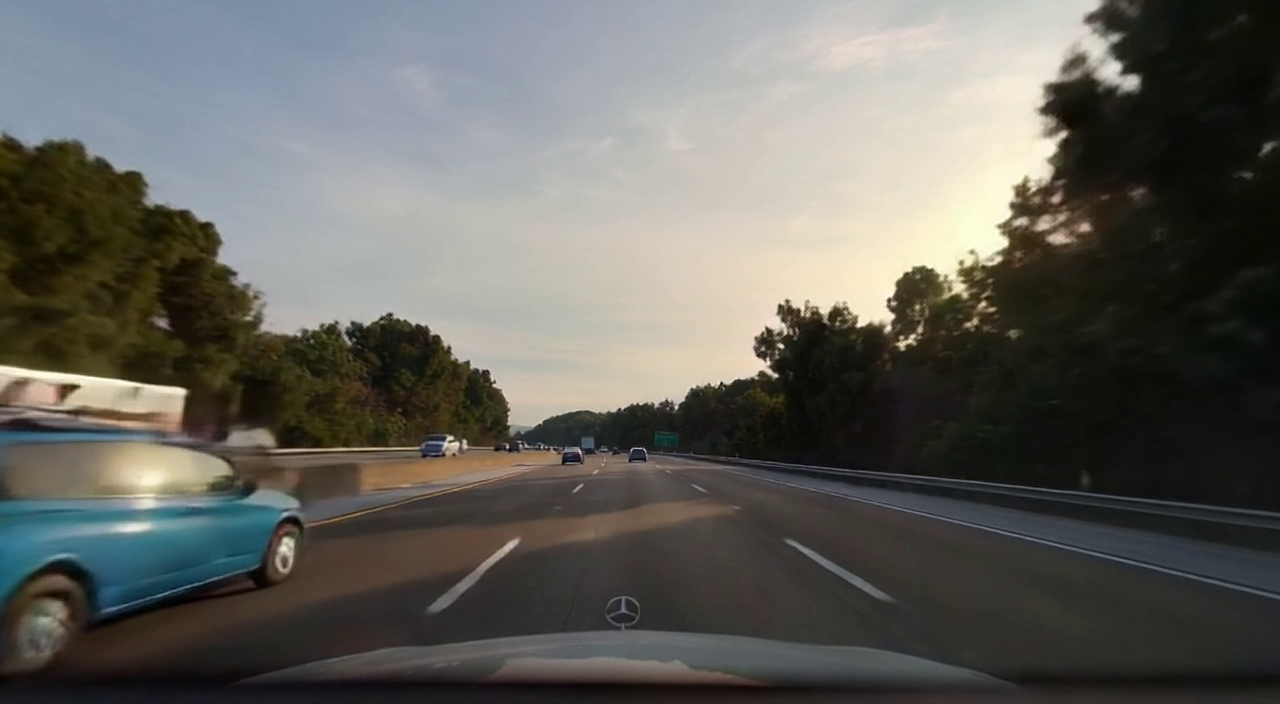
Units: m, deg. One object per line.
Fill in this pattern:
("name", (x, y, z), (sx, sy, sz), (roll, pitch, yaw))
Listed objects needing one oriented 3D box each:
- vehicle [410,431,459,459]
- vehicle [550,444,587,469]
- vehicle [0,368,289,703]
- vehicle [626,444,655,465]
("vehicle", (-14.085, 6.419, 43.515), (1.943, 1.806, 4.604), (0, -9, -1))
("vehicle", (-4.625, 6.831, 41.522), (2.054, 1.500, 4.469), (0, -9, -1))
("vehicle", (-4.280, 1.002, 3.683), (2.088, 1.675, 4.108), (0, -9, 0))
("vehicle", (0.020, 7.694, 47.356), (2.008, 1.499, 3.192), (0, -9, -3))
